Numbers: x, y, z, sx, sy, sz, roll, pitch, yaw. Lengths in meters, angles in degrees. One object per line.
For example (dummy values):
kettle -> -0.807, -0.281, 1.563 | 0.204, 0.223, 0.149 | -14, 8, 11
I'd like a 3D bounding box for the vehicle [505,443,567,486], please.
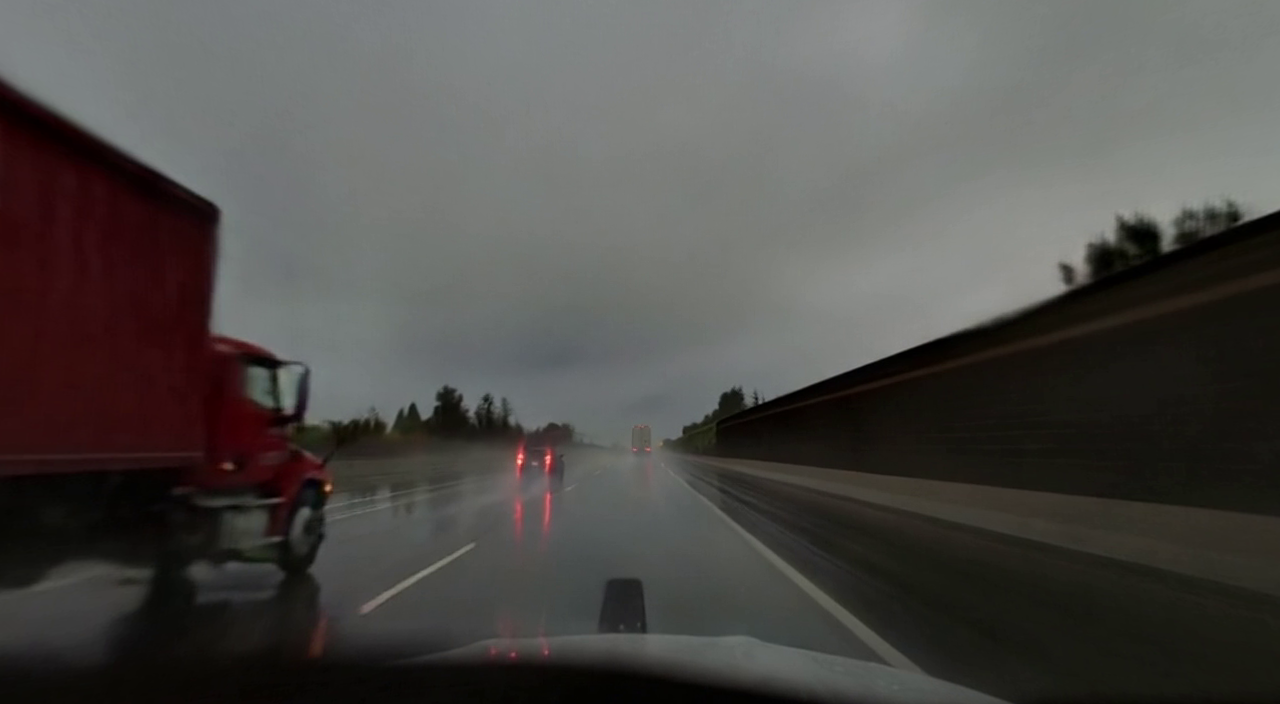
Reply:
vehicle -> -4.062, 4.427, 25.196 | 1.880, 1.569, 3.714 | 0, -9, -1
